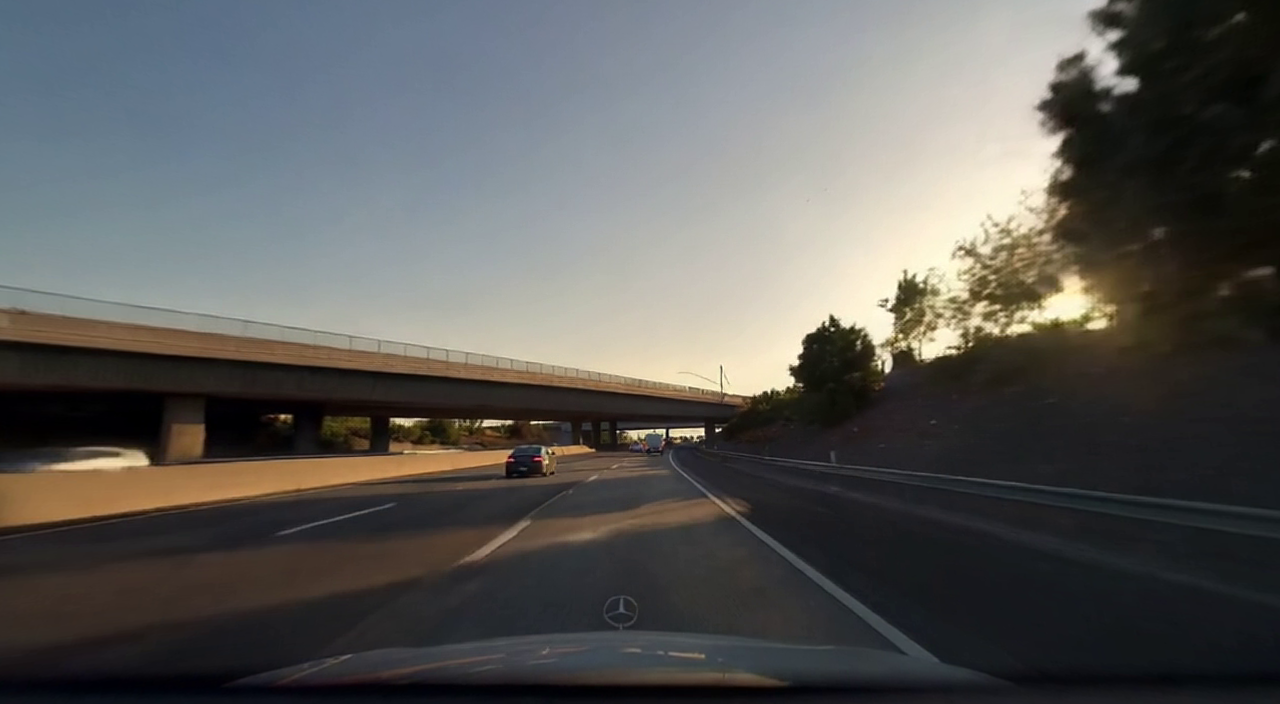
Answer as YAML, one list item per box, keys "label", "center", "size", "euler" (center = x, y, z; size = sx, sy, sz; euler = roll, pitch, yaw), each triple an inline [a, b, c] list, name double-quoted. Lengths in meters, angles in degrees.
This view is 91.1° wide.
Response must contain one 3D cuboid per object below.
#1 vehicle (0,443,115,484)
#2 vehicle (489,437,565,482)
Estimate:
- label: "vehicle"
  center: [-23.509, 4.411, 25.177]
  size: [1.844, 1.496, 3.571]
  euler: [0, -9, 0]
- label: "vehicle"
  center: [-4.173, 4.081, 24.022]
  size: [1.961, 1.540, 4.487]
  euler: [0, -9, 1]
